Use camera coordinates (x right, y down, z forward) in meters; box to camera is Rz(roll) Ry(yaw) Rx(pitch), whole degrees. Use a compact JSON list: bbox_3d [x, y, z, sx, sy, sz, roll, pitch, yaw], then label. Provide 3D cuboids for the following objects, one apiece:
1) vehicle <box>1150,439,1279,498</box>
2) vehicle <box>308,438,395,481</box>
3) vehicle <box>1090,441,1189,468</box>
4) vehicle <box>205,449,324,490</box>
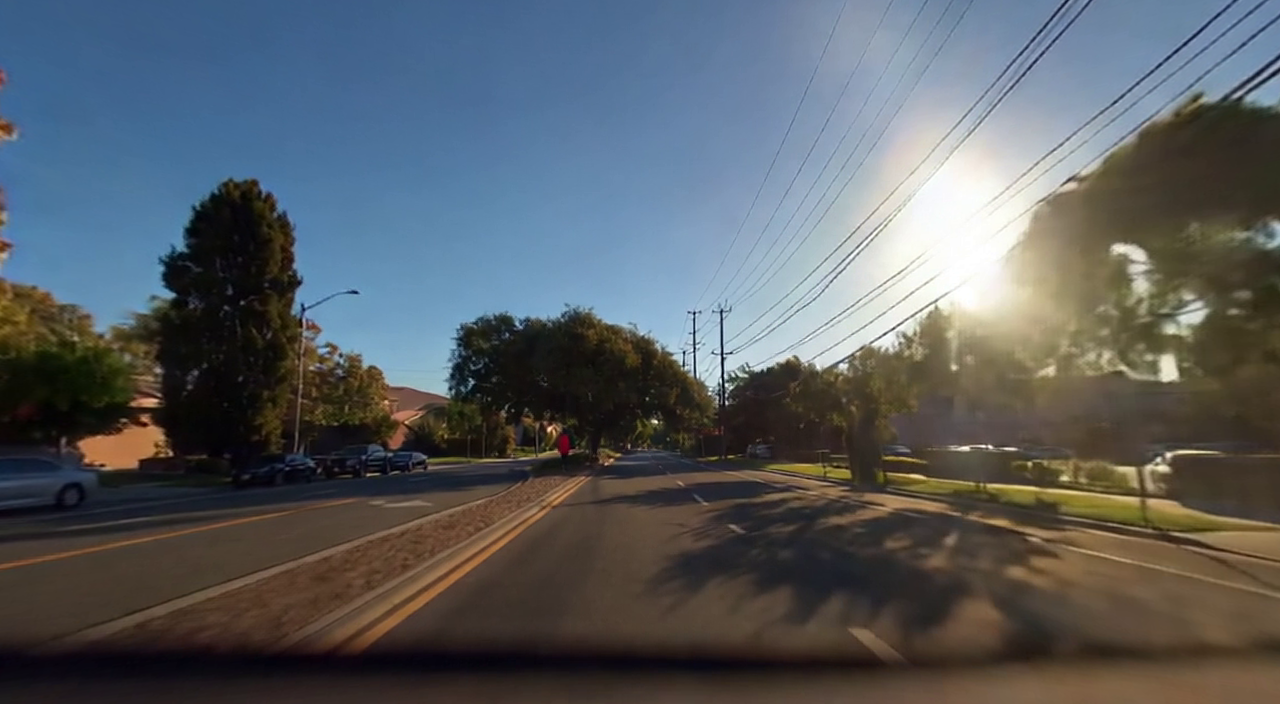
[{"bbox_3d":[17.829,3.300,18.161,4.567,1.535,2.156,1,-8,-6],"label":"vehicle"},{"bbox_3d":[-15.079,5.644,33.408,2.298,1.979,4.920,-3,-8,0],"label":"vehicle"},{"bbox_3d":[33.215,6.812,42.184,1.792,1.586,4.905,0,-9,-17],"label":"vehicle"},{"bbox_3d":[-15.280,4.768,26.052,2.058,1.479,4.519,0,-8,1],"label":"vehicle"}]
